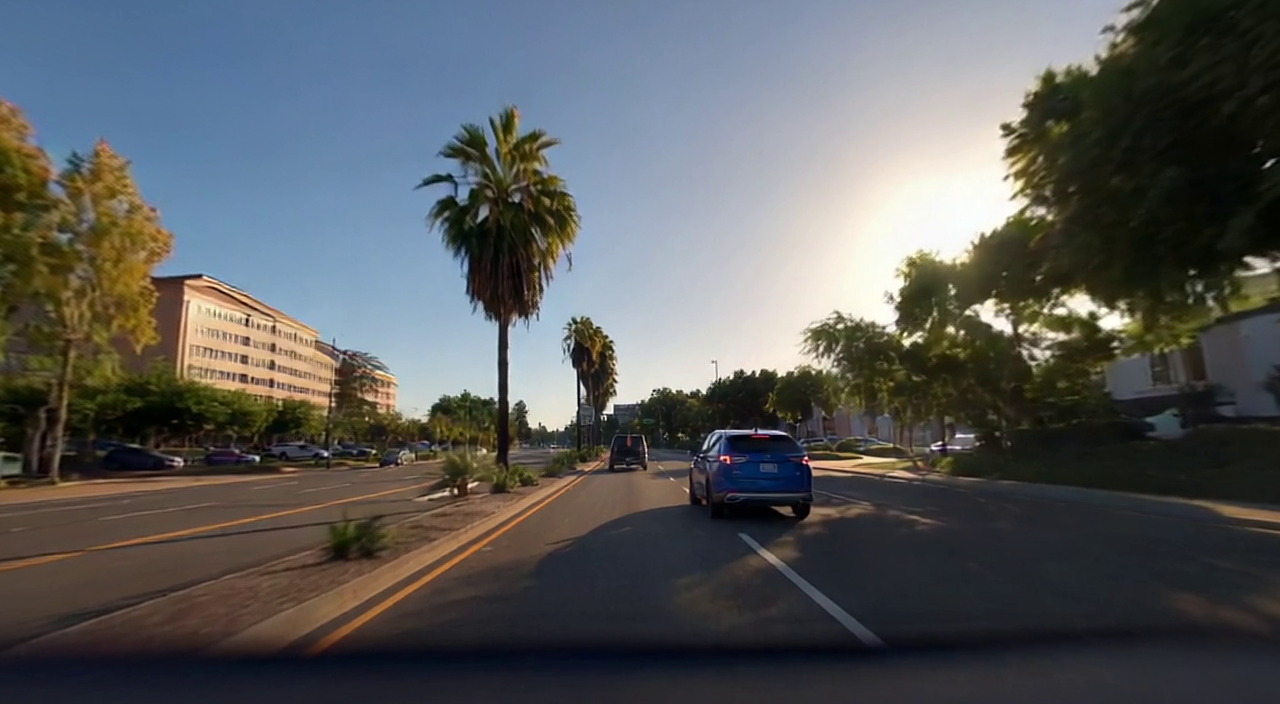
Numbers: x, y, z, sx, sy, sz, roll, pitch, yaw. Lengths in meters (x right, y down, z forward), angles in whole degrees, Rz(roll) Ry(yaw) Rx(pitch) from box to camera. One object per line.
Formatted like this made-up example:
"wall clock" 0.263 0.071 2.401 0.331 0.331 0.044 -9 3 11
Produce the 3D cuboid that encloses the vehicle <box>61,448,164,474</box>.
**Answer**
"vehicle" -31.756 6.578 38.096 4.404 1.487 1.868 0 -8 -3

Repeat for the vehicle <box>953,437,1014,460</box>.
"vehicle" 23.900 6.733 44.106 2.004 1.519 3.714 0 -8 -3

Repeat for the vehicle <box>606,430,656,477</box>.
"vehicle" -0.386 4.305 26.966 1.981 1.854 3.983 0 -8 -1

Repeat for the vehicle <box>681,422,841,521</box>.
"vehicle" 2.254 2.390 13.201 2.239 1.693 4.301 0 -8 -3

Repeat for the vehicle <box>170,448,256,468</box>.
"vehicle" -32.216 7.965 47.755 4.903 1.451 2.031 0 -8 -2

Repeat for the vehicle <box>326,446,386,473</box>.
"vehicle" -19.897 7.534 44.480 2.029 1.723 4.639 0 -8 1

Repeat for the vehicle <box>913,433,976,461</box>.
"vehicle" 21.134 6.591 44.038 1.894 1.784 4.571 0 -8 -3
